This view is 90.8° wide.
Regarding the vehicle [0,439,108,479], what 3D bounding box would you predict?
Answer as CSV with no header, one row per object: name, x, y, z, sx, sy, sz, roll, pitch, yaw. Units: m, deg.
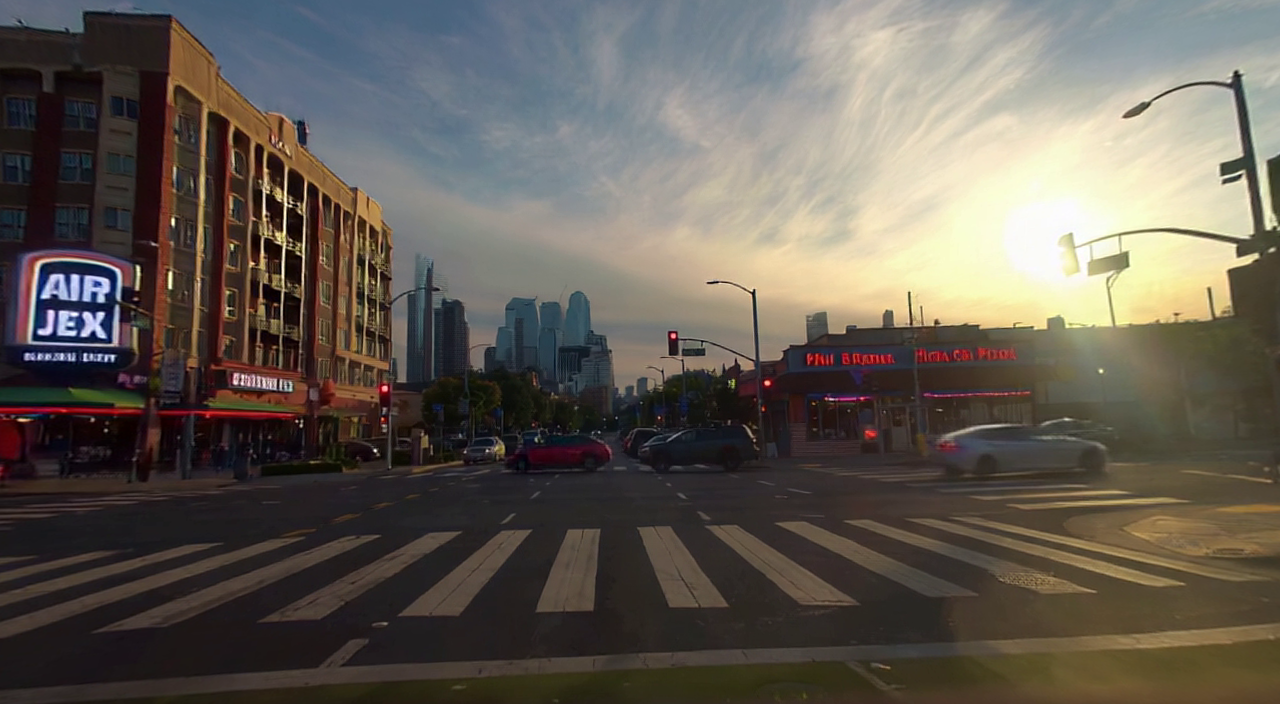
vehicle,-31.545,5.630,33.555,2.205,1.903,5.877,1,-9,-10

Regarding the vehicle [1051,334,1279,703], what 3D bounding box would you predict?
vehicle,2.994,0.605,0.872,1.866,1.654,4.354,0,-8,0

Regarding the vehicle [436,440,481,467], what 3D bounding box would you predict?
vehicle,-10.880,6.100,38.215,1.885,1.545,4.124,1,-8,-6

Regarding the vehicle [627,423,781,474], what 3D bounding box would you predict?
vehicle,2.013,3.105,20.443,4.612,1.521,1.811,1,-9,-10

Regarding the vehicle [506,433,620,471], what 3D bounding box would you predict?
vehicle,-3.127,4.088,25.929,4.475,1.458,1.681,1,-9,-8

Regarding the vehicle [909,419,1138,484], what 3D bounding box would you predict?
vehicle,9.536,2.475,15.892,4.758,1.480,1.849,1,-8,-10
